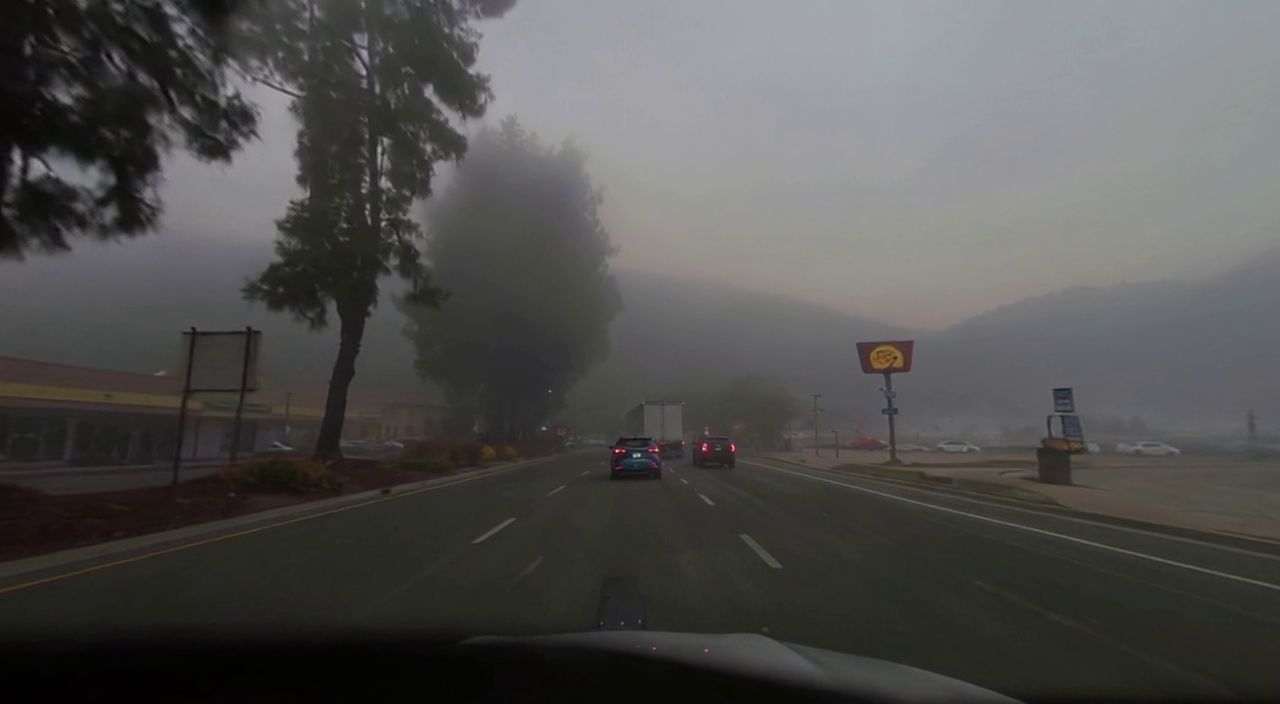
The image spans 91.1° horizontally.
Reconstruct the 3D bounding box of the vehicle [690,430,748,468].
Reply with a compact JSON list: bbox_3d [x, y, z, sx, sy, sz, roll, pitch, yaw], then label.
[{"bbox_3d":[3.643,4.593,29.869,2.088,1.655,4.360,0,-8,-1],"label":"vehicle"}]

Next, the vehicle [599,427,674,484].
[{"bbox_3d":[-0.136,3.306,20.313,2.193,1.651,3.946,0,-8,-1],"label":"vehicle"}]
